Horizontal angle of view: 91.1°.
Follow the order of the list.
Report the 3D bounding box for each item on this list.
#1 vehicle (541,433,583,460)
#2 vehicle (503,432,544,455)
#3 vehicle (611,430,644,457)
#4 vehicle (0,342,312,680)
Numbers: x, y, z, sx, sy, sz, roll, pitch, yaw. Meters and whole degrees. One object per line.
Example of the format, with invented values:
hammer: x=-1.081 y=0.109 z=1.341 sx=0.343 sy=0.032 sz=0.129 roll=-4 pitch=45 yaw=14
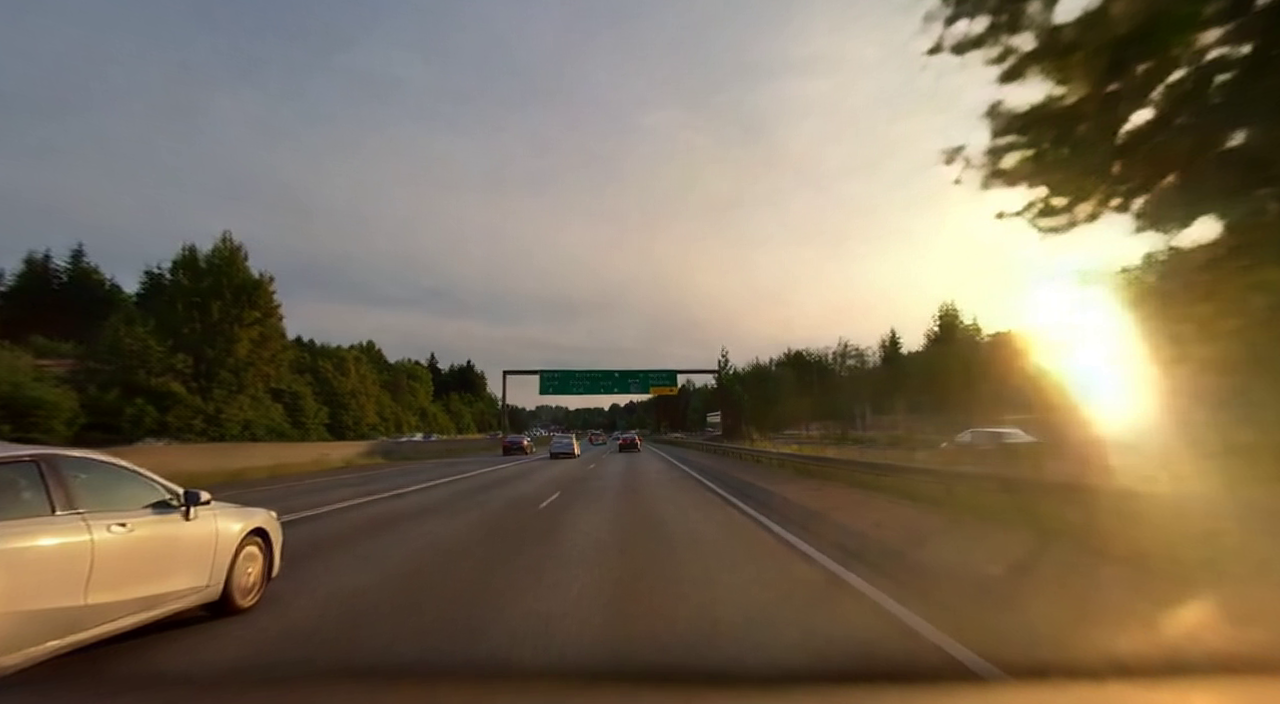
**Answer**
vehicle: x=-4.389 y=5.359 z=35.854 sx=1.909 sy=1.445 sz=4.087 roll=0 pitch=-8 yaw=0
vehicle: x=-8.249 y=6.533 z=44.983 sx=1.953 sy=1.524 sz=4.863 roll=0 pitch=-8 yaw=0
vehicle: x=-0.743 y=5.753 z=39.573 sx=2.002 sy=1.611 sz=3.778 roll=0 pitch=-8 yaw=0
vehicle: x=-4.479 y=1.006 z=4.478 sx=1.971 sy=1.822 sz=4.366 roll=0 pitch=-8 yaw=-1
